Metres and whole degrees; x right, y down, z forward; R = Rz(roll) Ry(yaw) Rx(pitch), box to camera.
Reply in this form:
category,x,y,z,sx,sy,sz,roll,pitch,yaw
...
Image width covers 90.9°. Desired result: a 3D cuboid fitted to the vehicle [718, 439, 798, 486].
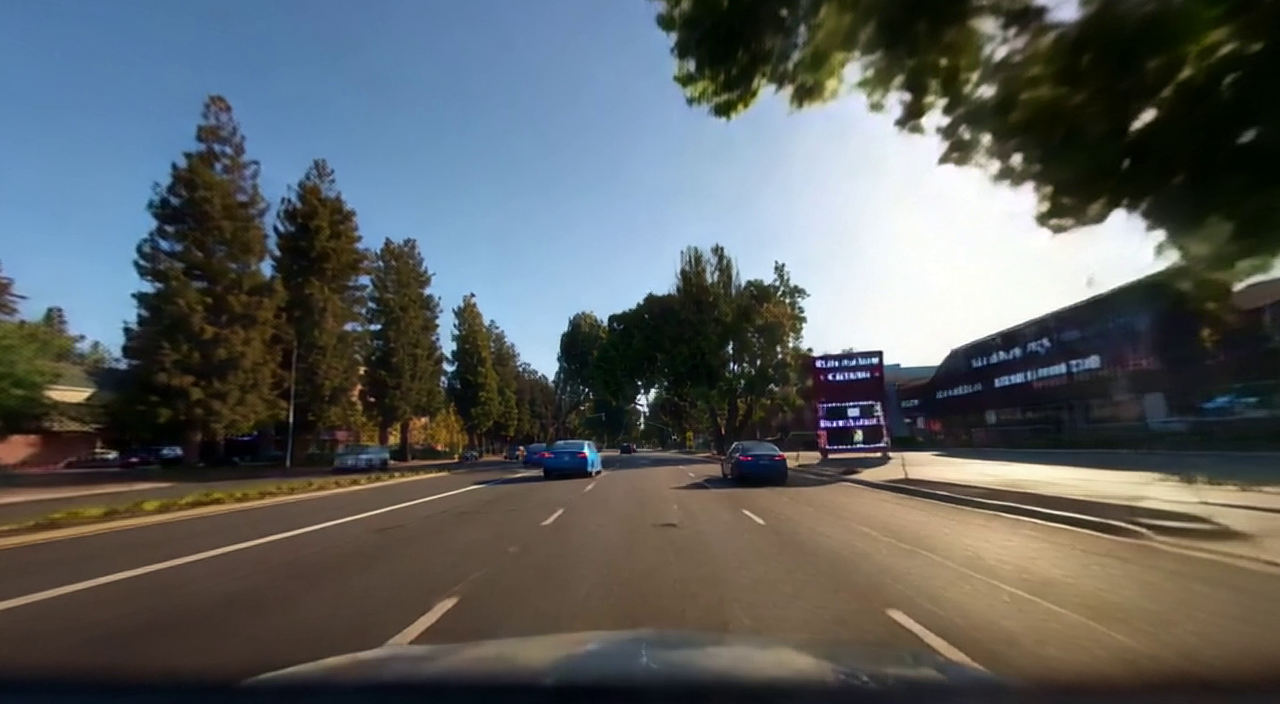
category,x,y,z,sx,sy,sz,roll,pitch,yaw
vehicle,4.075,3.888,22.537,1.977,1.474,4.399,0,-8,-1

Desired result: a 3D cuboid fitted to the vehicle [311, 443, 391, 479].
category,x,y,z,sx,sy,sz,roll,pitch,yaw
vehicle,-15.223,5.741,33.485,2.052,1.729,4.598,0,-8,0

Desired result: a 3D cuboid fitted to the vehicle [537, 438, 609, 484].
category,x,y,z,sx,sy,sz,roll,pitch,yaw
vehicle,-2.347,3.958,23.211,2.001,1.504,4.212,-1,-8,3
